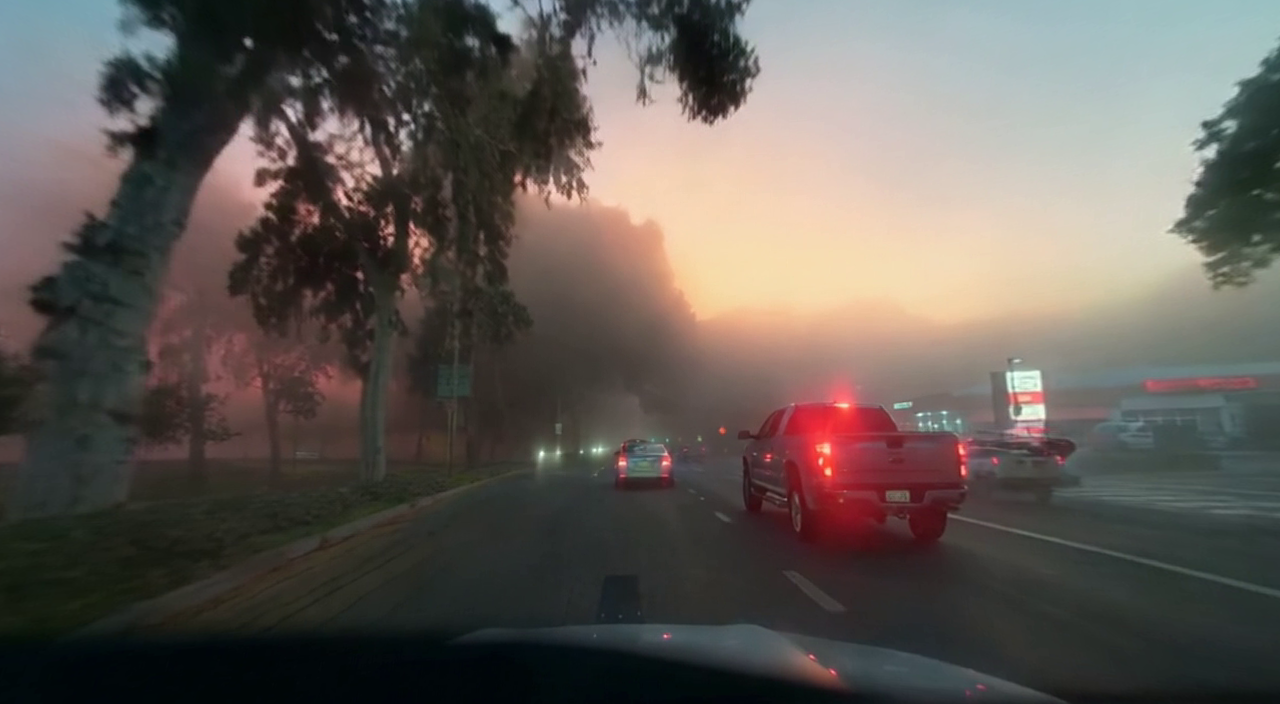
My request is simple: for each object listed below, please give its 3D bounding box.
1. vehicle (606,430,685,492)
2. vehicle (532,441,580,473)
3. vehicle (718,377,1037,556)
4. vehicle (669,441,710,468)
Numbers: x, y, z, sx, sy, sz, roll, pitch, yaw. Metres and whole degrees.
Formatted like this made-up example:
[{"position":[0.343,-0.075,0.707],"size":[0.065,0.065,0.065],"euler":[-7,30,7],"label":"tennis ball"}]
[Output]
[{"position":[0.099,3.248,19.080],"size":[2.145,1.650,4.021],"euler":[0,-8,-1],"label":"vehicle"},{"position":[-4.059,5.130,31.029],"size":[1.960,1.475,4.161],"euler":[0,-9,-3],"label":"vehicle"},{"position":[3.192,1.796,10.515],"size":[2.731,2.101,6.047],"euler":[0,-9,-3],"label":"vehicle"},{"position":[2.836,5.998,37.073],"size":[1.970,1.464,4.249],"euler":[0,-9,-1],"label":"vehicle"}]
